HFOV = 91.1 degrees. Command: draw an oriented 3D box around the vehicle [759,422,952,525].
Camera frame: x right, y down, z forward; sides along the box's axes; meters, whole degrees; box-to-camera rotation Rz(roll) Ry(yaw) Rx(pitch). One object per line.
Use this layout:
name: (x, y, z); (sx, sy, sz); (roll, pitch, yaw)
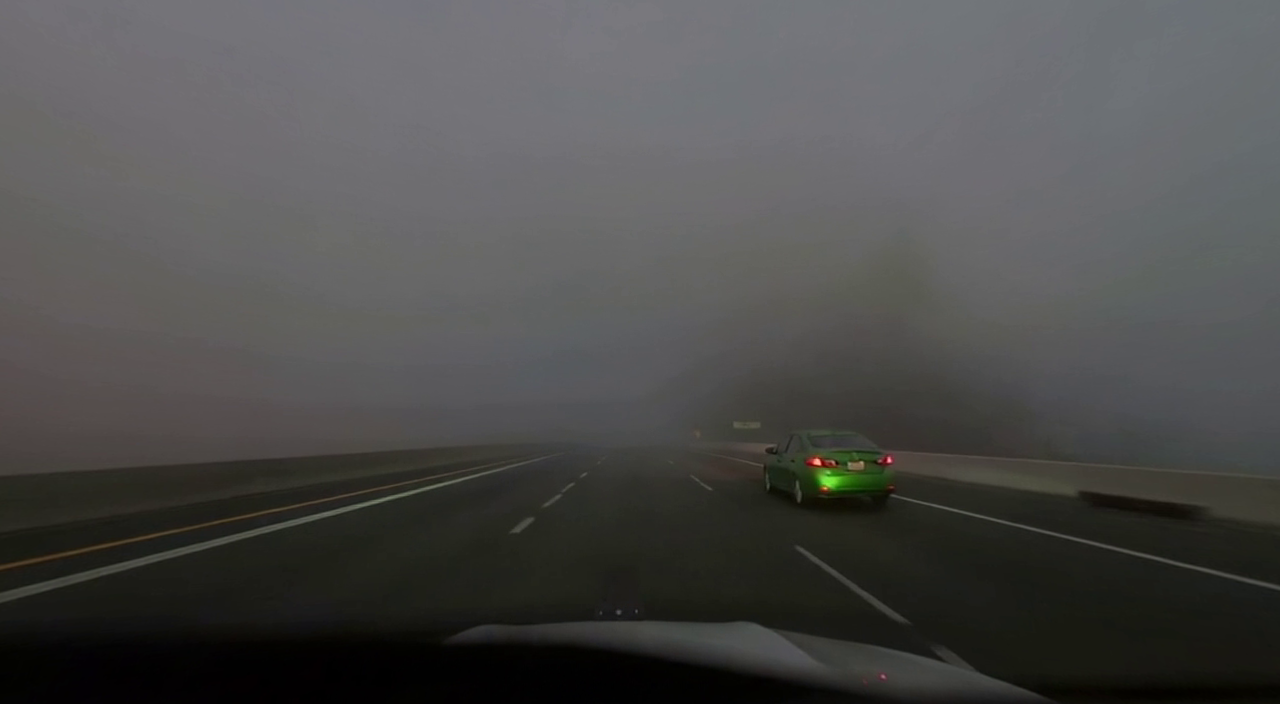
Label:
vehicle: (3.533, 2.042, 11.208); (1.946, 1.481, 3.969); (0, -8, -1)
